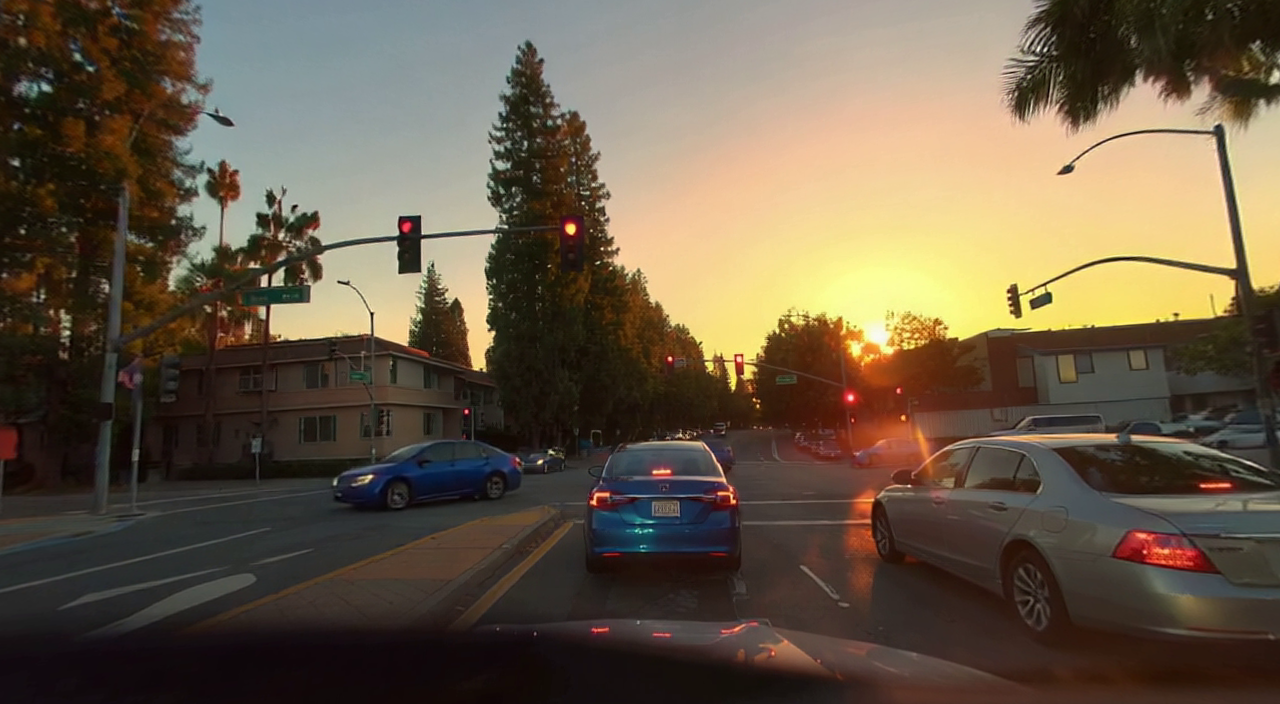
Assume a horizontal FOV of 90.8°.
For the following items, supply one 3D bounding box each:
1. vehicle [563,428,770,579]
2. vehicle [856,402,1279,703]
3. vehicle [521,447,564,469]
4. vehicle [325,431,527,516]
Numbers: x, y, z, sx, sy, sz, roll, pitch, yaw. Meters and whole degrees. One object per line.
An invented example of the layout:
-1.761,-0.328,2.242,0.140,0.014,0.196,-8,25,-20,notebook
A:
0.302,1.821,8.330,2.090,1.505,3.756,-1,-9,1,vehicle
3.654,1.336,5.430,1.888,1.486,4.681,0,-9,-1,vehicle
-6.924,7.583,45.294,2.093,1.476,4.278,-1,-9,4,vehicle
-5.171,2.988,16.109,1.988,1.799,4.789,-5,-10,27,vehicle
